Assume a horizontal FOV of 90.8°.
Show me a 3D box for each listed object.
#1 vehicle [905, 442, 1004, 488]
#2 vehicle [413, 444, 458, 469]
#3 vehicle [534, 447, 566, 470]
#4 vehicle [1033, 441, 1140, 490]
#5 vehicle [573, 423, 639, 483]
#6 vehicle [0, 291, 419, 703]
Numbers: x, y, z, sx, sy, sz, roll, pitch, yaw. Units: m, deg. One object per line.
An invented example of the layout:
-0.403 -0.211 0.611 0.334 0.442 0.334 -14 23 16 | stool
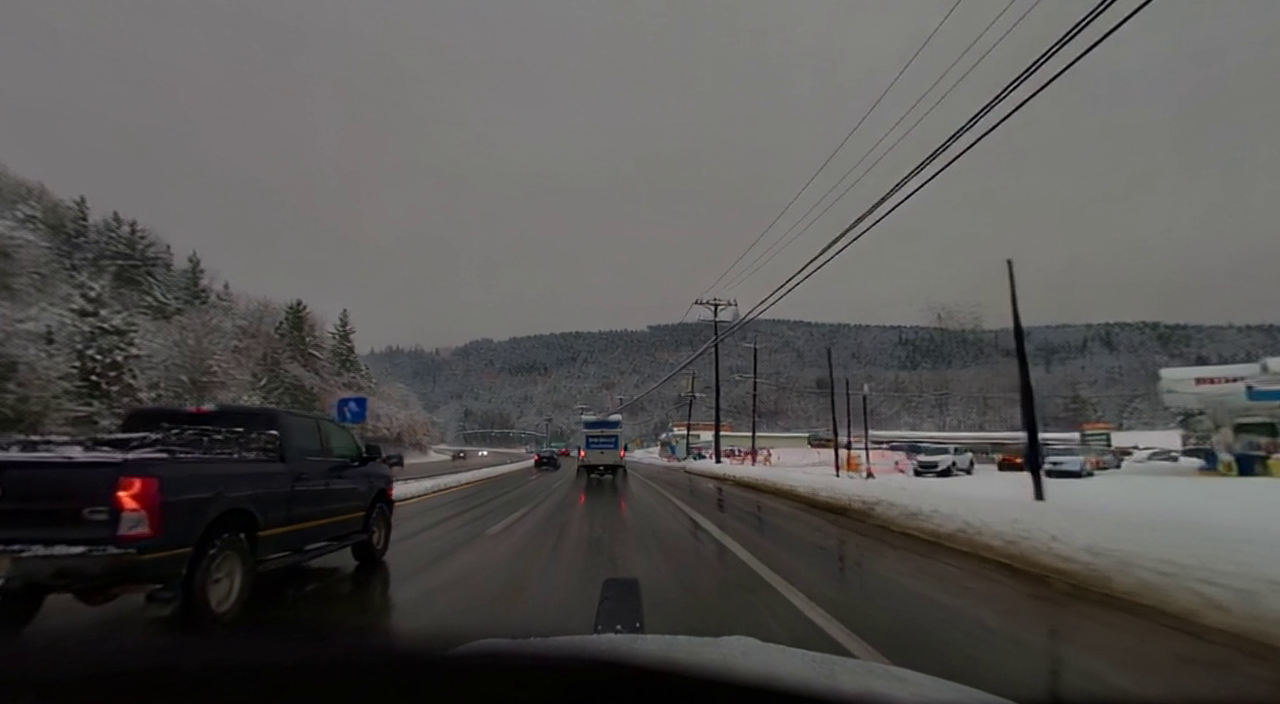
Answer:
14.450 5.087 28.886 5.331 1.917 2.166 8 -11 -42 | vehicle
-15.739 8.046 48.862 2.202 1.785 4.684 1 -9 -5 | vehicle
-6.319 7.504 44.782 1.972 1.496 4.150 1 -9 -5 | vehicle
19.217 4.793 27.118 5.424 1.844 2.255 7 -11 -39 | vehicle
-1.468 4.251 26.861 2.486 2.280 5.291 1 -9 -4 | vehicle
-4.054 1.140 5.473 2.345 2.012 5.693 0 -9 -2 | vehicle
